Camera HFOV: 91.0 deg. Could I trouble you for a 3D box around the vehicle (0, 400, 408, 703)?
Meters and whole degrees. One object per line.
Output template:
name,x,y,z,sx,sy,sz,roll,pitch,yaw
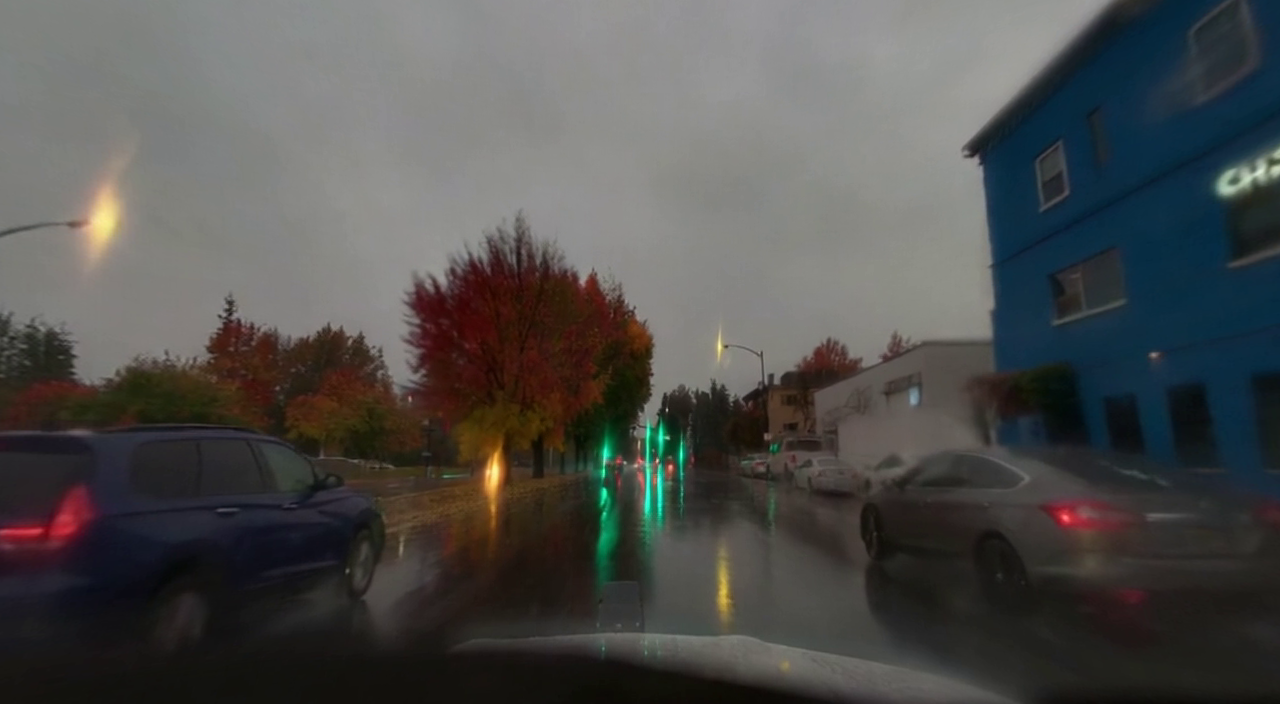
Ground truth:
vehicle,-3.496,1.295,4.669,1.751,1.540,4.481,0,-9,1

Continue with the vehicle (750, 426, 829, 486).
vehicle,7.325,5.182,31.502,2.483,2.707,5.496,0,-9,-1

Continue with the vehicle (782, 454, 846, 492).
vehicle,7.294,5.080,26.636,1.902,1.430,3.041,-1,-9,2

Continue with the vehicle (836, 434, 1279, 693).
vehicle,3.699,1.588,6.139,1.915,1.449,4.970,0,-9,-1

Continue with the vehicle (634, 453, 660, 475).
vehicle,0.546,8.376,47.337,1.846,1.528,4.348,0,-9,1

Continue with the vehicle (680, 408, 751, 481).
vehicle,4.165,5.521,37.405,3.003,3.680,10.684,0,-9,1
